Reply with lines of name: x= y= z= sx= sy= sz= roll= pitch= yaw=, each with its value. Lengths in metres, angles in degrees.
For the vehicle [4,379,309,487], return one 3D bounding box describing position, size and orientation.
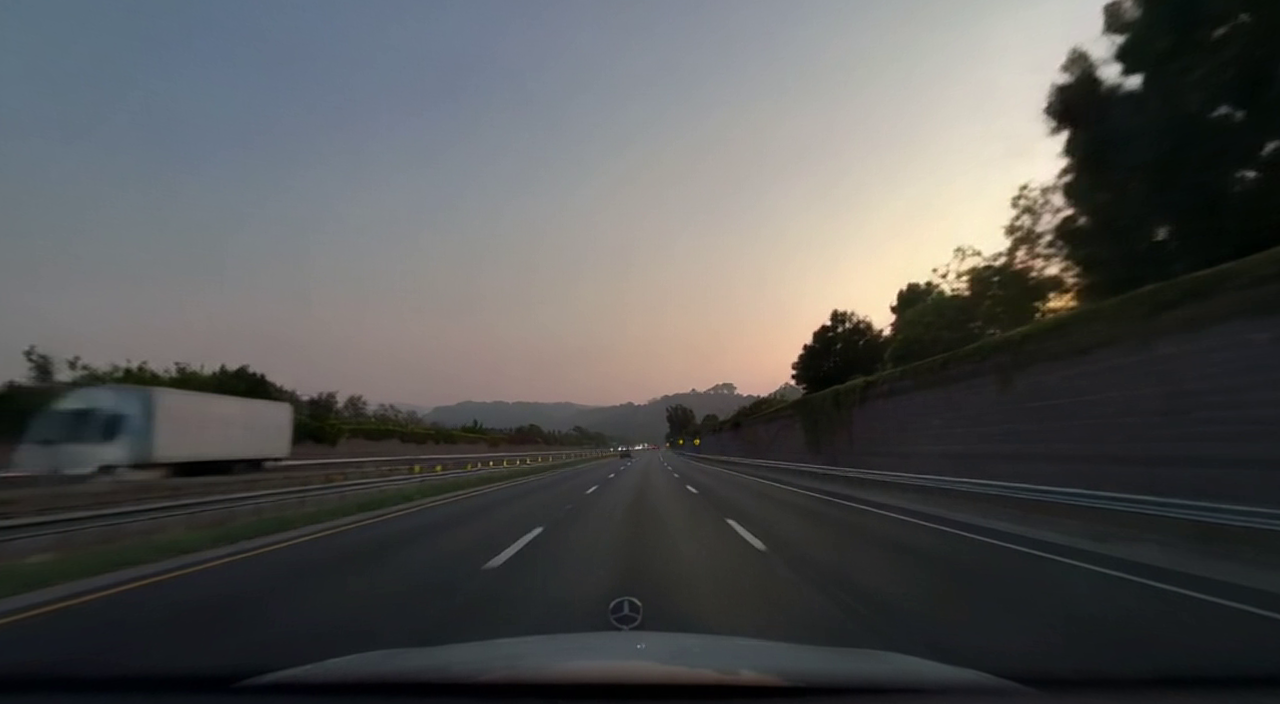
vehicle: x=-18.096 y=3.415 z=25.518 sx=2.803 sy=3.326 sz=11.973 roll=0 pitch=-9 yaw=0
